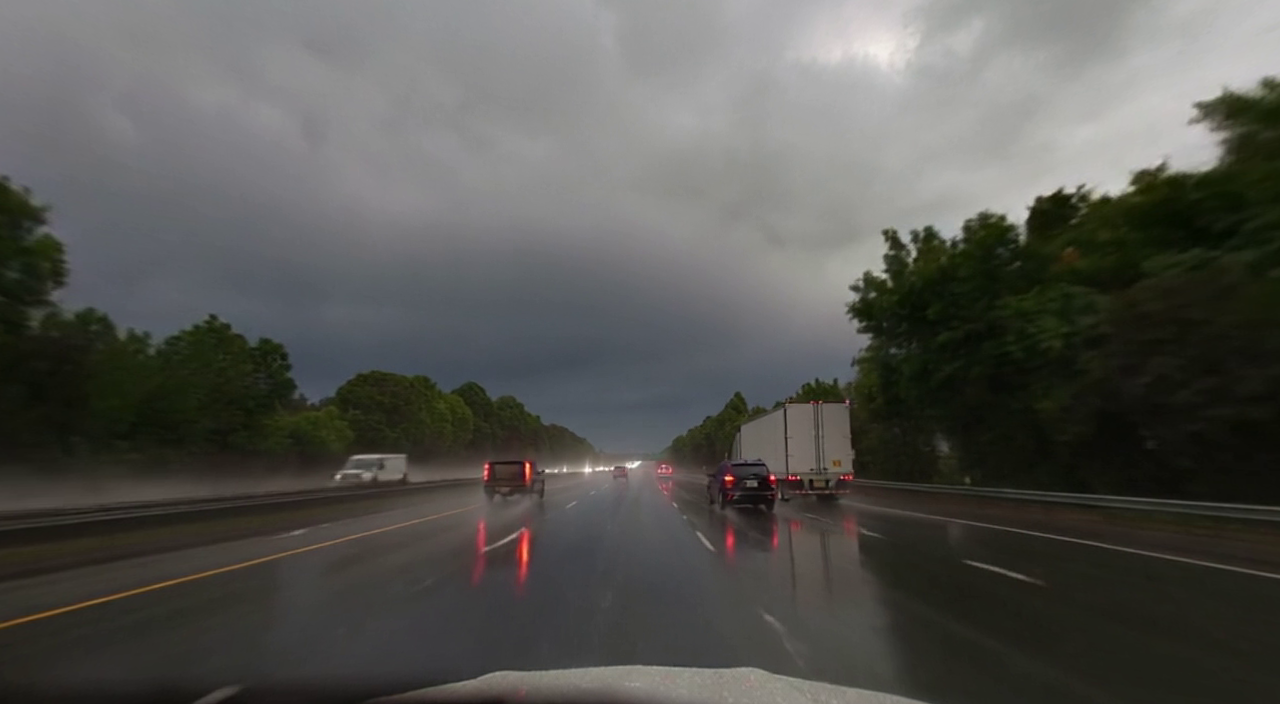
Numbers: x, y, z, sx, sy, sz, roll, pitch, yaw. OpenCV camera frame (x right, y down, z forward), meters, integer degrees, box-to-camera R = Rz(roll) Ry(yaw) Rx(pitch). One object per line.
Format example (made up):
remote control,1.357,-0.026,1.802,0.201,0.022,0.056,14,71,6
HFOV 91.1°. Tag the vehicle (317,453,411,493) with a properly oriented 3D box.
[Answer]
vehicle,-12.093,5.340,27.926,1.999,1.570,4.653,1,-10,0

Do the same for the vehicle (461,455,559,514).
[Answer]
vehicle,-3.812,3.973,19.175,2.025,1.547,4.150,1,-10,1

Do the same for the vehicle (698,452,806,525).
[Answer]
vehicle,2.886,3.678,17.309,2.050,1.708,4.457,1,-10,-1

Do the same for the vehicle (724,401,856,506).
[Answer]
vehicle,7.151,5.600,33.845,2.883,4.151,17.144,1,-10,0
